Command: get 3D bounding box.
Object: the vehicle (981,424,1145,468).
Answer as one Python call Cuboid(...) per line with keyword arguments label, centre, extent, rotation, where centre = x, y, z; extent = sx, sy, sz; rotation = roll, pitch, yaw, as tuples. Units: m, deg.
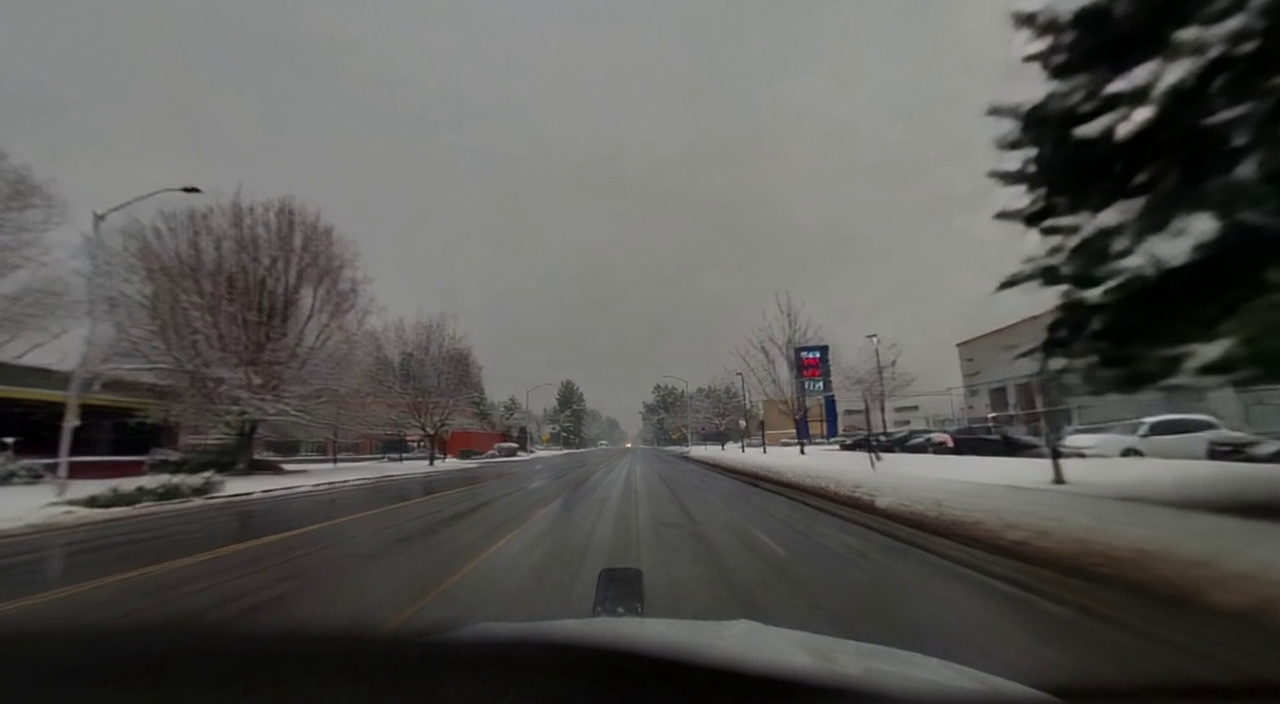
Cuboid(label="vehicle", centre=(15.948, 3.562, 24.046), extent=(4.544, 1.541, 2.292), rotation=(-1, -8, 0))
